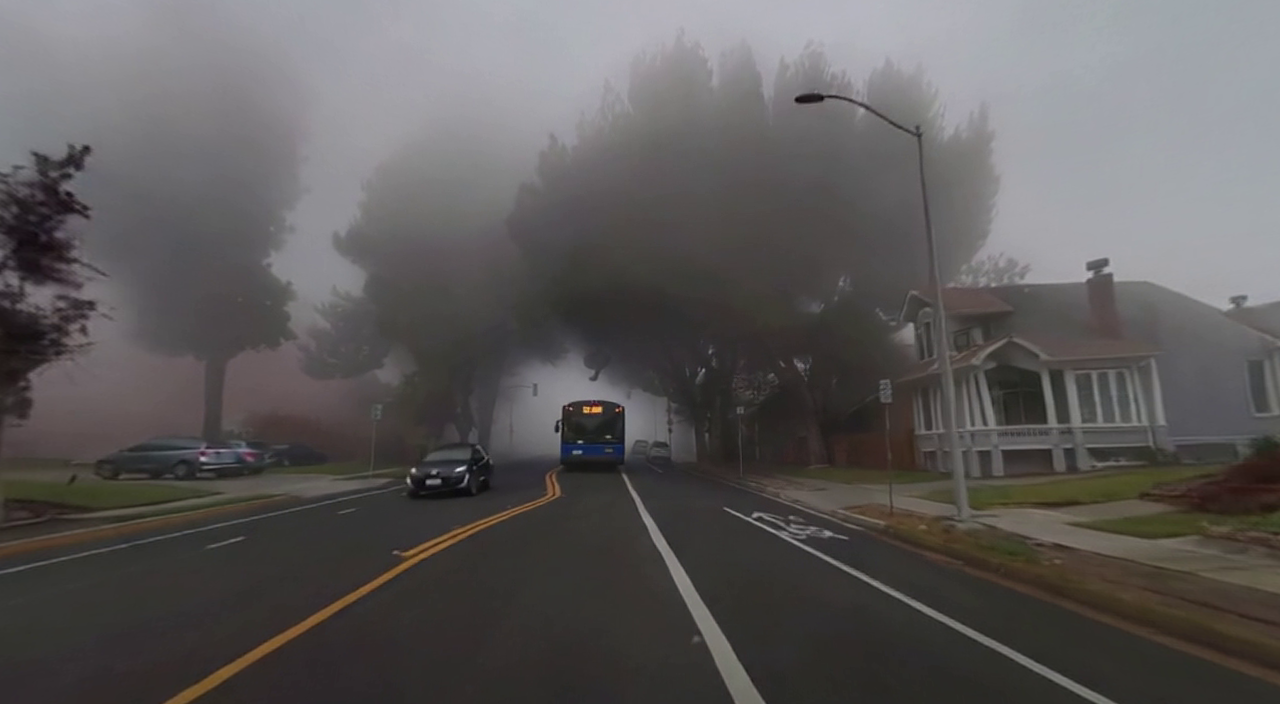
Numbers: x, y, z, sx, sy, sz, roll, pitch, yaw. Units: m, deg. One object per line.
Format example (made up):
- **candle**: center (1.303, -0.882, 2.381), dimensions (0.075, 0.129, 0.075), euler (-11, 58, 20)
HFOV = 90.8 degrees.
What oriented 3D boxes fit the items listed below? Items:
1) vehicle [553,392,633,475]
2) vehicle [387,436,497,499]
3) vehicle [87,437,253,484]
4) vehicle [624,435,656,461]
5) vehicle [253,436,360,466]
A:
- **vehicle**: center (-2.091, 4.204, 32.073), dimensions (3.031, 3.200, 13.052), euler (3, -8, -1)
- **vehicle**: center (-5.335, 3.144, 17.631), dimensions (1.925, 1.489, 4.235), euler (0, -8, -4)
- **vehicle**: center (-17.056, 3.944, 23.116), dimensions (4.481, 1.591, 1.807), euler (0, -8, -4)
- **vehicle**: center (-0.064, 6.999, 46.200), dimensions (2.097, 1.675, 3.905), euler (3, -8, -2)
- **vehicle**: center (-18.283, 5.432, 34.849), dimensions (4.778, 1.565, 1.919), euler (0, -8, -3)
